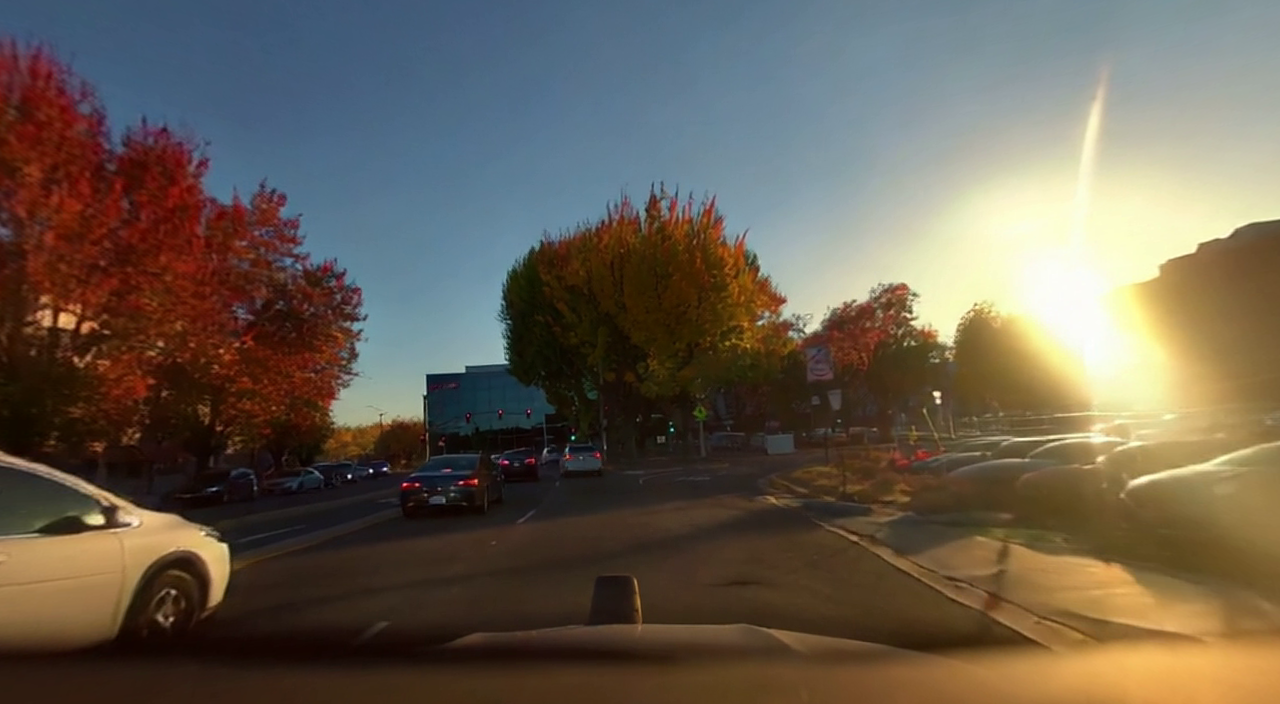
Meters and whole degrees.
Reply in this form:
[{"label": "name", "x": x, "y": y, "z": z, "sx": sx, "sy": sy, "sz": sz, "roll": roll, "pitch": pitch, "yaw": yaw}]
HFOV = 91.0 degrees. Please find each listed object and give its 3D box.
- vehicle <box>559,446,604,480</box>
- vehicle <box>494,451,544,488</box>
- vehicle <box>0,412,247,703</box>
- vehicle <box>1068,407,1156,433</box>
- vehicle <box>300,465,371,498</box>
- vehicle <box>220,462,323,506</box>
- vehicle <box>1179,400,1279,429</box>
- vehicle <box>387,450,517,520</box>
[{"label": "vehicle", "x": -3.290, "y": 6.038, "z": 34.587, "sx": 2.144, "sy": 1.704, "sz": 4.028, "roll": 2, "pitch": -9, "yaw": -9}, {"label": "vehicle", "x": -5.629, "y": 5.493, "z": 29.822, "sx": 1.974, "sy": 1.549, "sz": 4.603, "roll": 2, "pitch": -9, "yaw": -7}, {"label": "vehicle", "x": -4.241, "y": 1.069, "z": 2.753, "sx": 2.085, "sy": 1.663, "sz": 4.513, "roll": 1, "pitch": -9, "yaw": 0}, {"label": "vehicle", "x": 33.978, "y": 4.962, "z": 45.393, "sx": 4.653, "sy": 1.696, "sz": 2.110, "roll": -8, "pitch": -12, "yaw": 44}, {"label": "vehicle", "x": -16.532, "y": 7.030, "z": 34.439, "sx": 1.972, "sy": 1.514, "sz": 4.689, "roll": 2, "pitch": -9, "yaw": -6}, {"label": "vehicle", "x": -15.603, "y": 5.592, "z": 26.995, "sx": 2.026, "sy": 1.615, "sz": 4.324, "roll": 1, "pitch": -9, "yaw": -5}, {"label": "vehicle", "x": 41.137, "y": 4.419, "z": 43.774, "sx": 5.280, "sy": 1.764, "sz": 2.026, "roll": -7, "pitch": -12, "yaw": 43}, {"label": "vehicle", "x": -4.736, "y": 3.409, "z": 16.837, "sx": 2.090, "sy": 1.506, "sz": 5.326, "roll": 1, "pitch": -9, "yaw": -3}]
